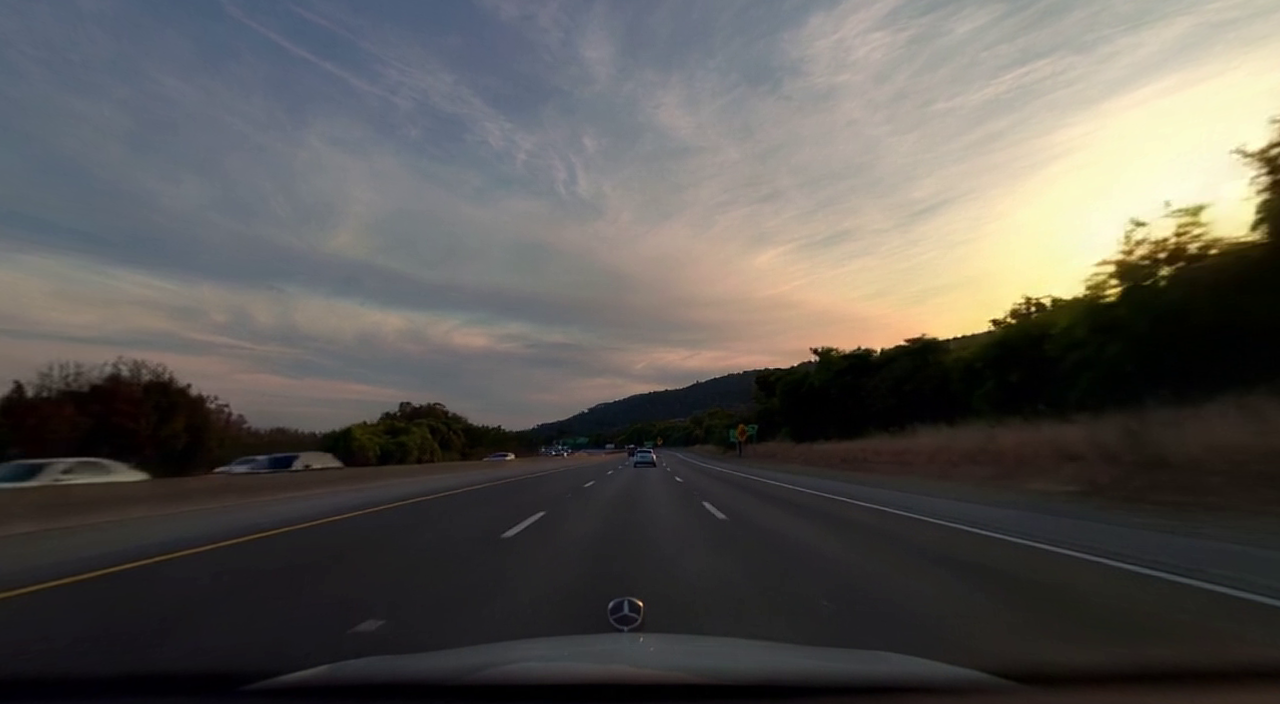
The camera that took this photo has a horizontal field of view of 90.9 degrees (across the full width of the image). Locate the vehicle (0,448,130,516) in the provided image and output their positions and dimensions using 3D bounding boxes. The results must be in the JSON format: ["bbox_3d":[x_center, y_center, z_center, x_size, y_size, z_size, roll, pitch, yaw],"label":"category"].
[{"bbox_3d":[-15.846,3.208,15.879,2.078,1.558,4.558,0,-9,1],"label":"vehicle"}]

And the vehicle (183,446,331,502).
[{"bbox_3d":[-11.814,3.772,19.844,1.949,1.547,4.188,0,-9,1],"label":"vehicle"}]

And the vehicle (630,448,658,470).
[{"bbox_3d":[0.281,7.828,46.228,1.964,1.483,4.016,0,-9,0],"label":"vehicle"}]
